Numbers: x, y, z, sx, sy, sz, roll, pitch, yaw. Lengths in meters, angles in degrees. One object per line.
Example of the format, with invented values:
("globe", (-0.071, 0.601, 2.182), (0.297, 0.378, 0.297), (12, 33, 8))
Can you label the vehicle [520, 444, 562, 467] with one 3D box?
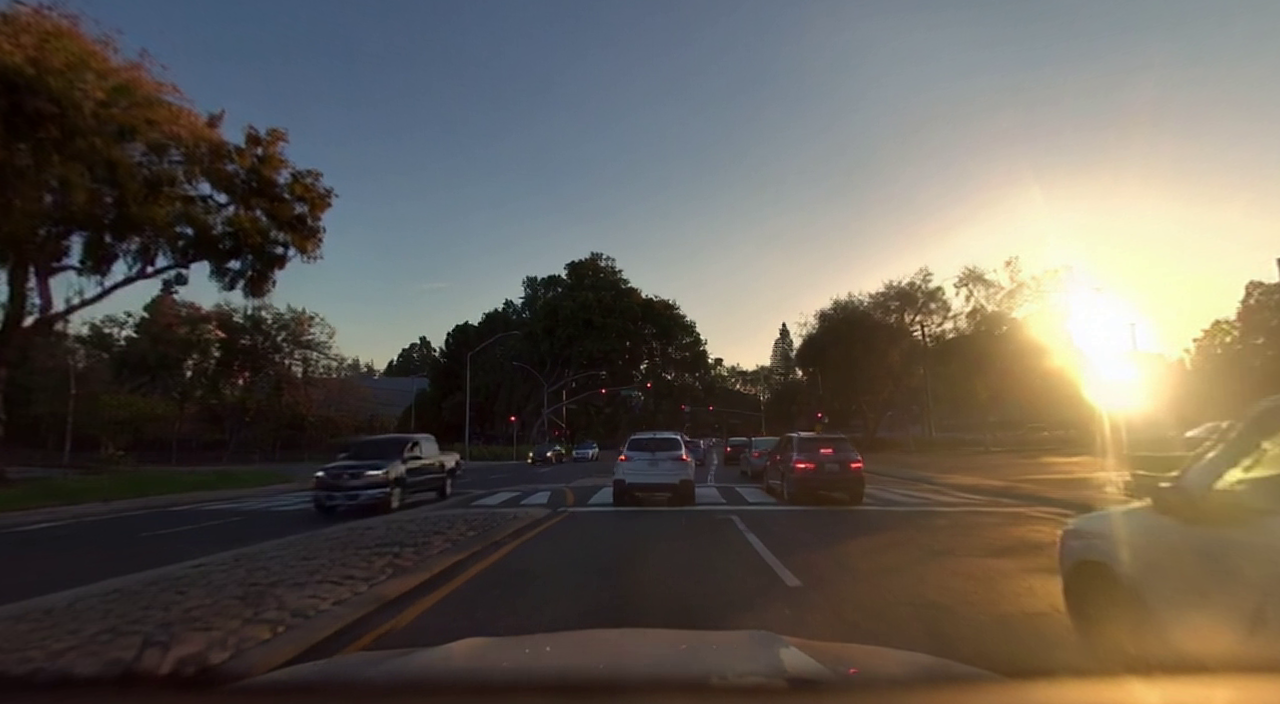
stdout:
("vehicle", (-6.772, 7.118, 43.432), (1.868, 1.496, 4.219), (-1, -9, 5))

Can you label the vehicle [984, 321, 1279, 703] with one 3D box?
("vehicle", (3.496, 0.737, 2.130), (2.114, 1.765, 4.647), (0, -9, 1))

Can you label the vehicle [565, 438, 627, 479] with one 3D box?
("vehicle", (-1.713, 4.314, 25.858), (2.023, 1.494, 4.259), (-2, -8, 3))

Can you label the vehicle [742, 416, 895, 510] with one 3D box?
("vehicle", (4.045, 2.651, 15.595), (2.317, 1.857, 5.940), (0, -9, 3))

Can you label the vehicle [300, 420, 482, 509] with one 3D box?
("vehicle", (-6.408, 2.996, 17.280), (2.355, 2.005, 5.673), (0, -9, 4))

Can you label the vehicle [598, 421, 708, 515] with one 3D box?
("vehicle", (0.368, 2.520, 14.118), (2.113, 1.768, 3.901), (0, -9, 4))
